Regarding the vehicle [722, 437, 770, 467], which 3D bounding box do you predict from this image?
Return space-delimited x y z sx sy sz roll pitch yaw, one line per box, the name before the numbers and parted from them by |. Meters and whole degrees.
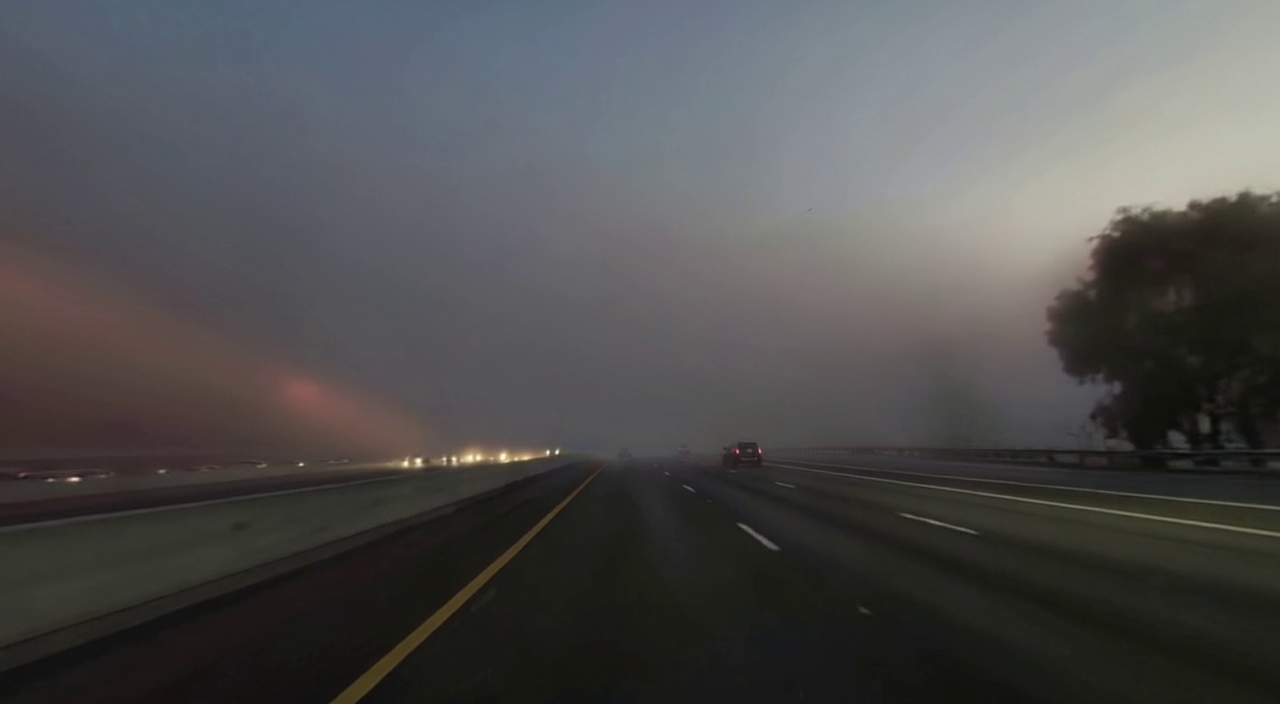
vehicle | 6.325 6.030 38.333 2.030 1.706 4.279 0 -9 -2
